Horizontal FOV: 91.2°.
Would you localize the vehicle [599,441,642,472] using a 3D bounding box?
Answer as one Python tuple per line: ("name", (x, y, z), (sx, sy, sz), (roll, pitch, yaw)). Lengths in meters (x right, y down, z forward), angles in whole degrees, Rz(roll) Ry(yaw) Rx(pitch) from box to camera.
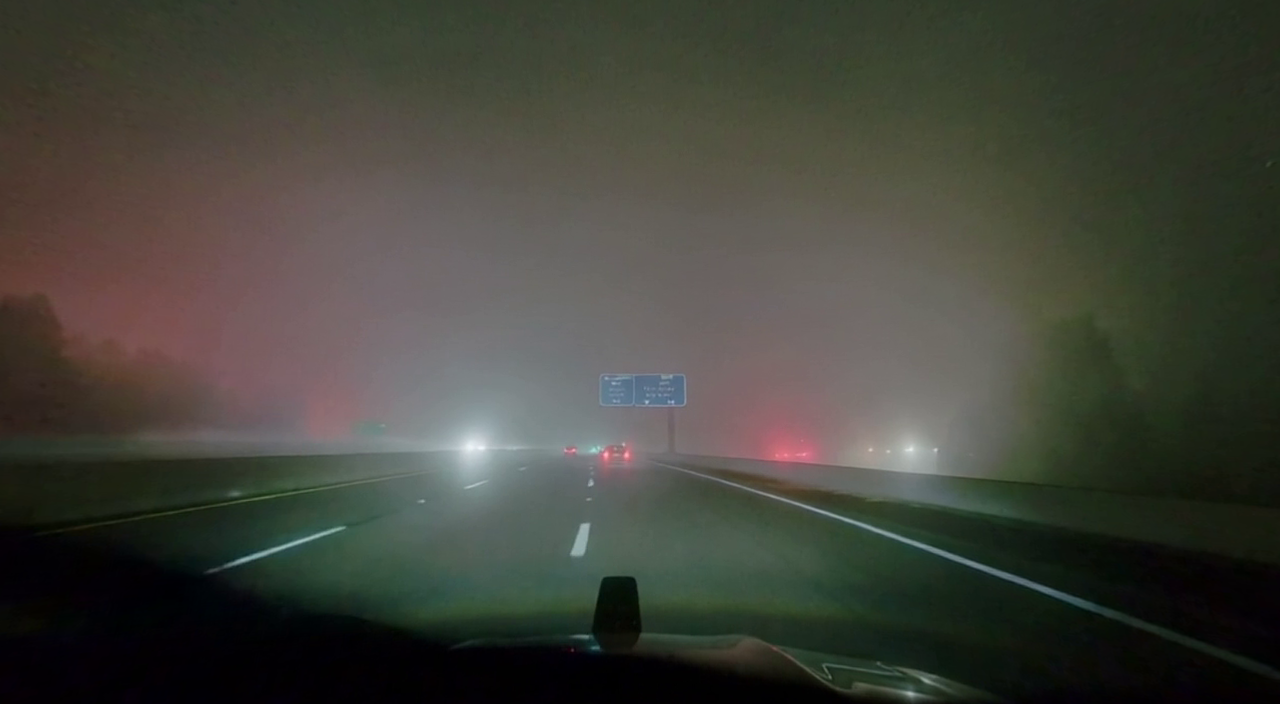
("vehicle", (-0.952, 5.489, 33.076), (2.055, 1.509, 4.255), (0, -9, 1))
